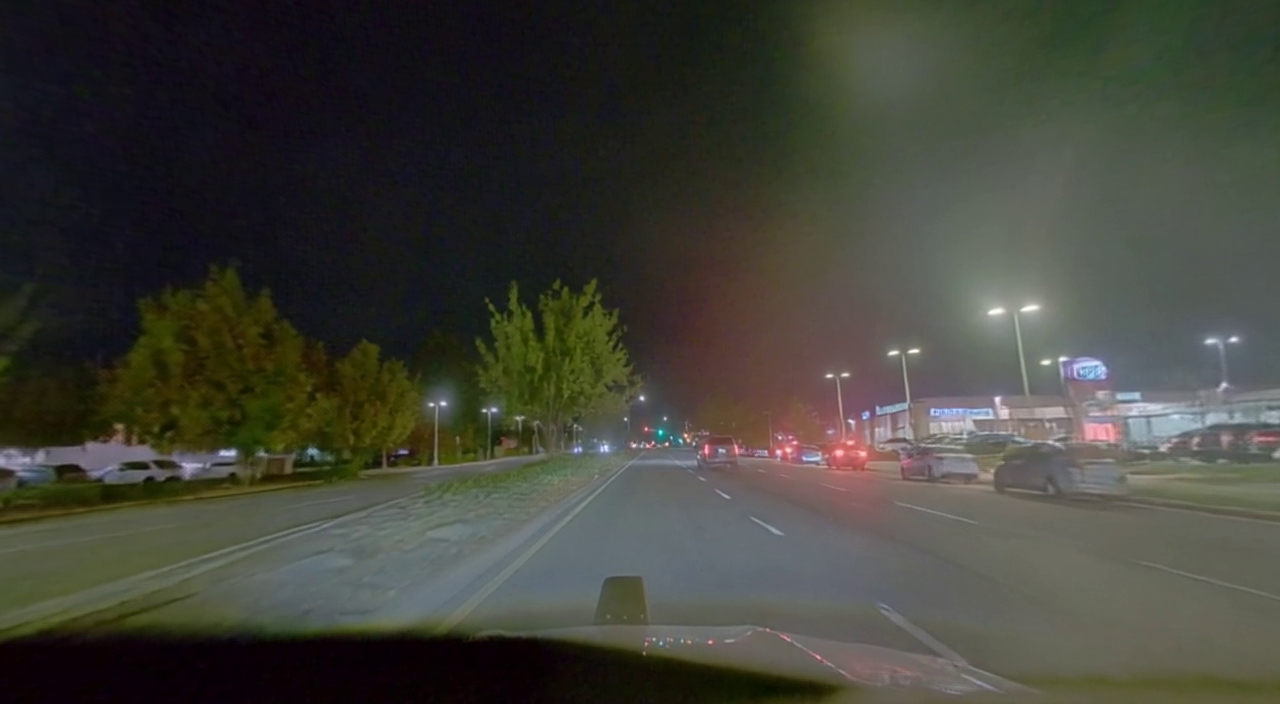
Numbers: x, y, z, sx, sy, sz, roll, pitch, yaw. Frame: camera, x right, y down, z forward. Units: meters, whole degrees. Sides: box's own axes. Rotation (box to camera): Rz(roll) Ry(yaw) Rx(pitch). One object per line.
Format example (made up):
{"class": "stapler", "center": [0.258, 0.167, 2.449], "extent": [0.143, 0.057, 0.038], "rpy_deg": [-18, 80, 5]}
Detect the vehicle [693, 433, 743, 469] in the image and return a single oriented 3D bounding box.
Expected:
{"class": "vehicle", "center": [4.229, 5.461, 34.879], "extent": [2.183, 1.845, 4.482], "rpy_deg": [0, -9, 0]}

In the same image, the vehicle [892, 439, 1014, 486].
{"class": "vehicle", "center": [10.944, 3.892, 22.515], "extent": [1.894, 1.469, 4.730], "rpy_deg": [0, -8, -1]}

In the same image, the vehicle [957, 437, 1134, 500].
{"class": "vehicle", "center": [10.766, 3.111, 17.225], "extent": [1.842, 1.474, 4.456], "rpy_deg": [0, -9, 0]}

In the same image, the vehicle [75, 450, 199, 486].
{"class": "vehicle", "center": [-27.185, 6.275, 34.201], "extent": [4.874, 1.859, 2.019], "rpy_deg": [0, -9, -3]}

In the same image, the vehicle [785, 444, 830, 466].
{"class": "vehicle", "center": [11.247, 6.921, 42.548], "extent": [1.824, 1.364, 4.238], "rpy_deg": [0, -9, 0]}

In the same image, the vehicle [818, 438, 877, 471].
{"class": "vehicle", "center": [11.092, 5.512, 33.999], "extent": [1.958, 1.654, 4.258], "rpy_deg": [-1, -9, 4]}
